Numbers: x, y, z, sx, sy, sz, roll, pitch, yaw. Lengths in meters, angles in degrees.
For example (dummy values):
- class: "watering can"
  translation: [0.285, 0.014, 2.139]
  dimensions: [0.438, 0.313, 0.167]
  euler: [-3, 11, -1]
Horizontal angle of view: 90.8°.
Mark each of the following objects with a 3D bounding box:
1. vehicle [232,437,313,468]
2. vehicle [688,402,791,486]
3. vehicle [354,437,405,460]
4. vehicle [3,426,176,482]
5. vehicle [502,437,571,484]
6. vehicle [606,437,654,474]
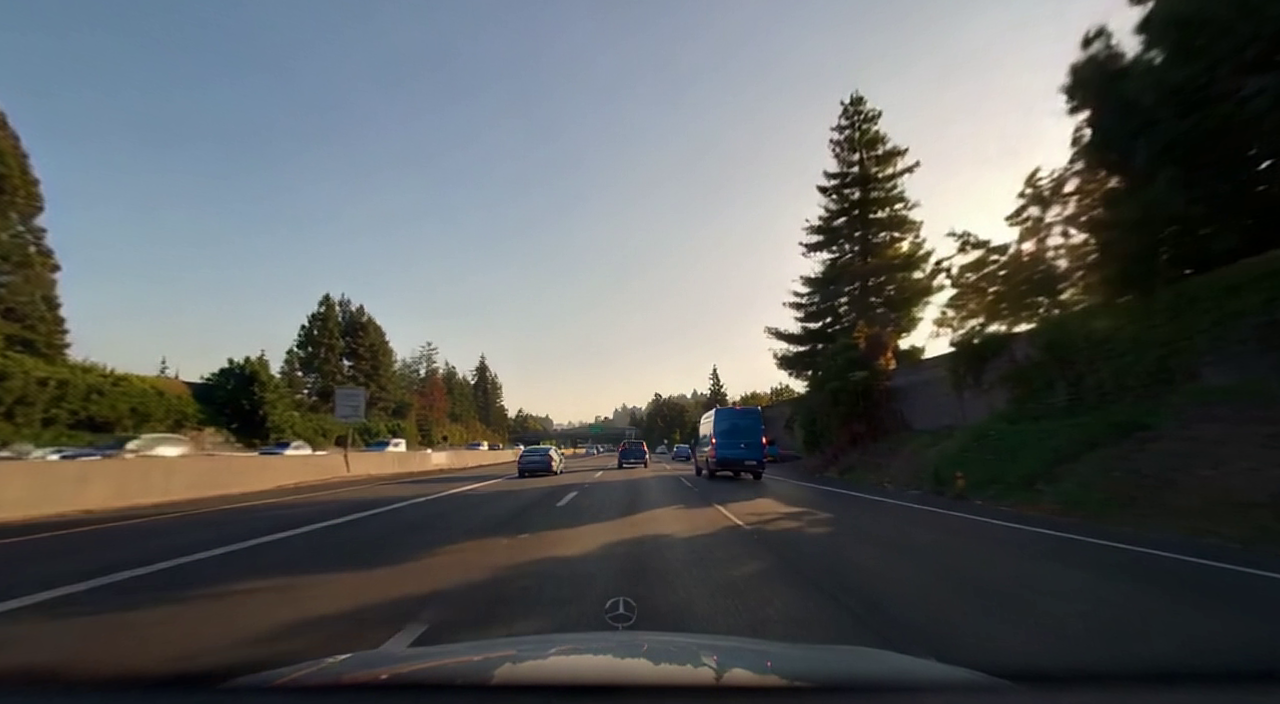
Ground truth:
- class: "vehicle"
  translation: [-21.095, 5.781, 36.513]
  dimensions: [2.081, 1.661, 4.457]
  euler: [0, -8, -1]
- class: "vehicle"
  translation: [3.493, 3.483, 23.854]
  dimensions: [2.631, 2.709, 6.496]
  euler: [0, -9, -2]
- class: "vehicle"
  translation: [-17.407, 6.464, 42.413]
  dimensions: [1.932, 1.435, 3.510]
  euler: [0, -9, -1]
- class: "vehicle"
  translation: [-16.917, 3.159, 19.714]
  dimensions: [2.134, 1.538, 3.622]
  euler: [0, -8, -1]
- class: "vehicle"
  translation: [-4.026, 4.291, 25.307]
  dimensions: [2.023, 1.709, 4.263]
  euler: [0, -8, 0]
- class: "vehicle"
  translation: [-0.533, 5.361, 32.886]
  dimensions: [2.297, 1.783, 4.355]
  euler: [0, -9, -1]
